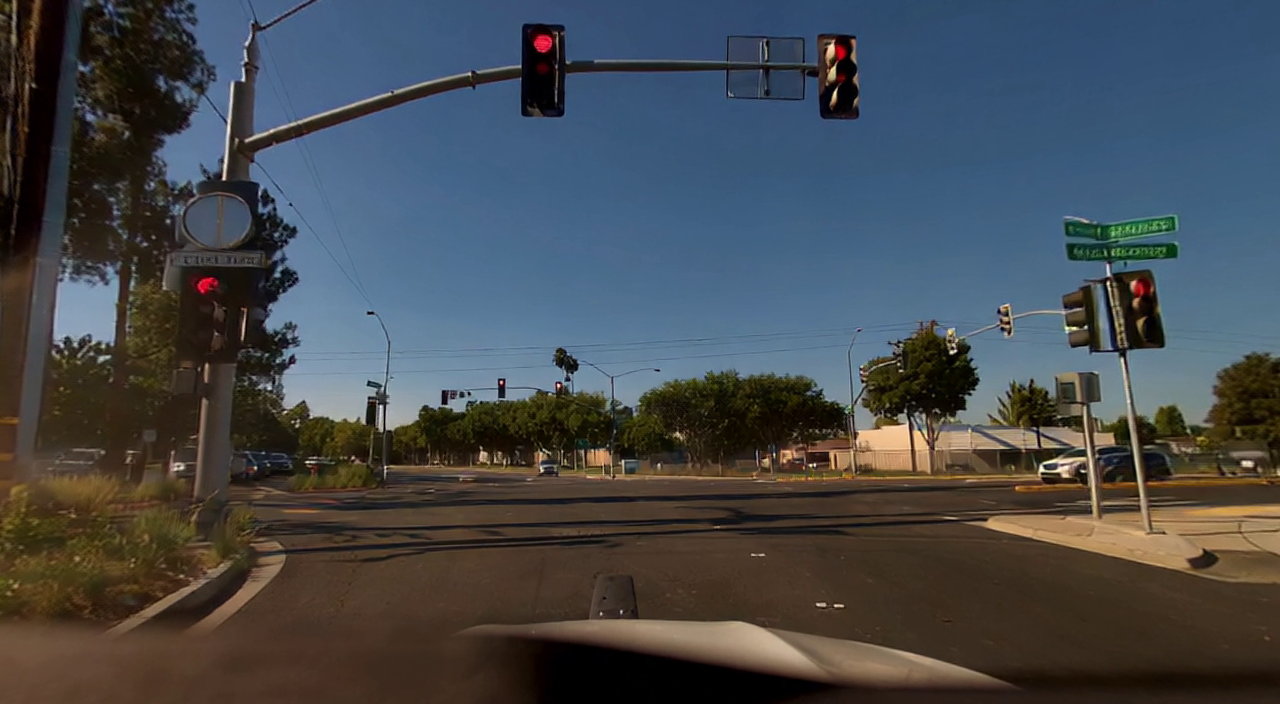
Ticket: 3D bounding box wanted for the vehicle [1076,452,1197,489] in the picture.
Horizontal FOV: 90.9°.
[{"bbox_3d":[22.889,5.466,29.132,3.998,1.590,1.936,1,-10,-6],"label":"vehicle"}]
